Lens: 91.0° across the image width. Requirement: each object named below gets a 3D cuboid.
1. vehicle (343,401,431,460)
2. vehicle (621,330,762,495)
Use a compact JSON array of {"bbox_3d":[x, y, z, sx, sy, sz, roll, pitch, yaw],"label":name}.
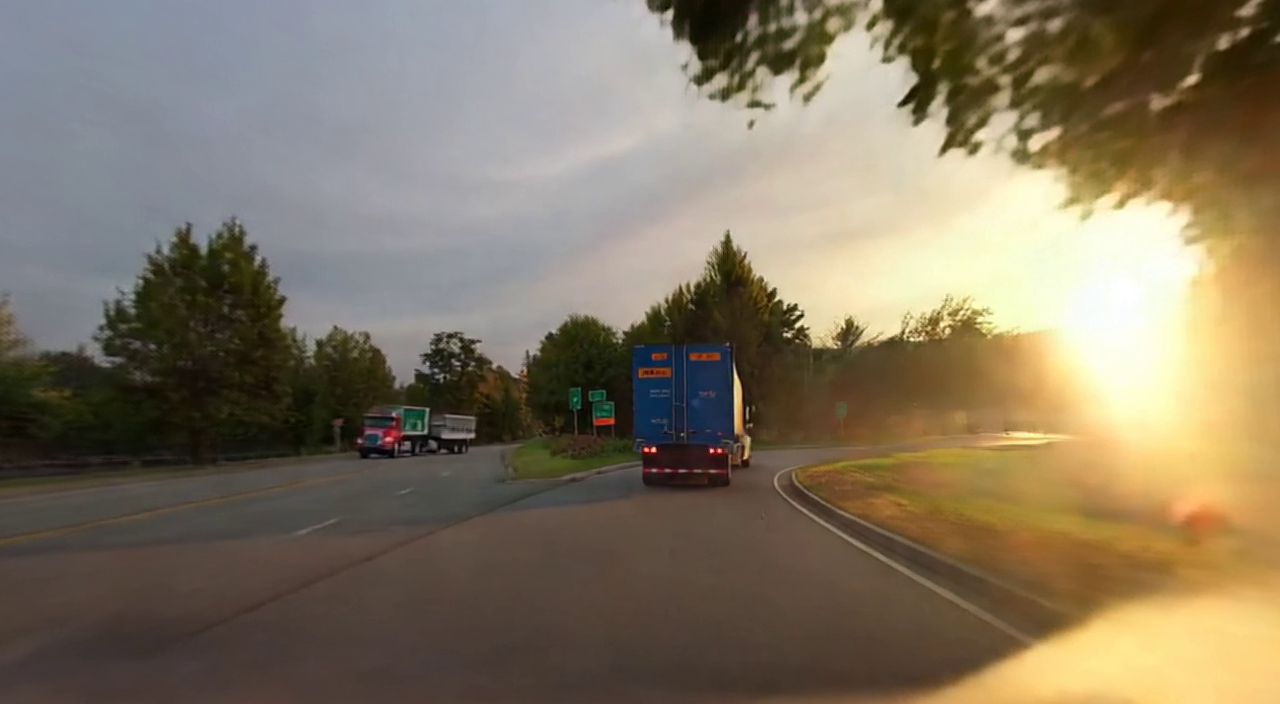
[{"bbox_3d":[-17.002,5.392,42.876,3.008,3.708,6.125,-1,-8,5],"label":"vehicle"},{"bbox_3d":[1.983,1.984,18.762,2.937,3.647,9.344,-2,-8,12],"label":"vehicle"}]
